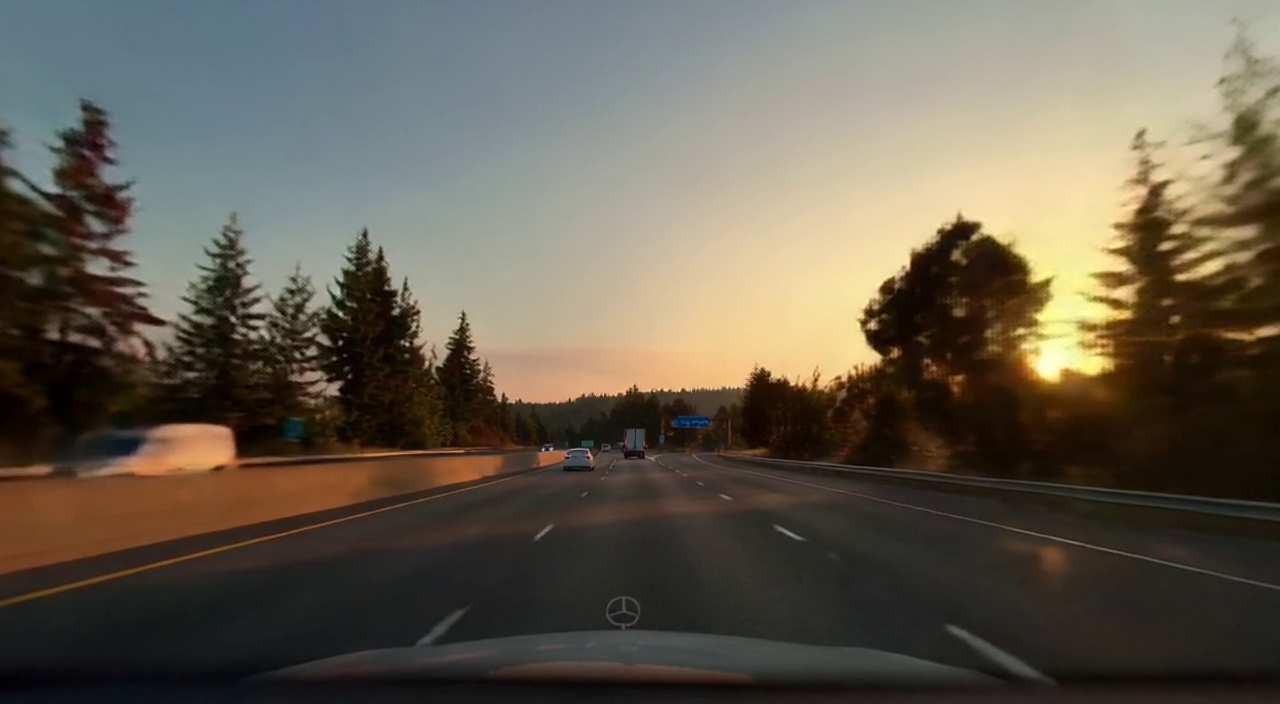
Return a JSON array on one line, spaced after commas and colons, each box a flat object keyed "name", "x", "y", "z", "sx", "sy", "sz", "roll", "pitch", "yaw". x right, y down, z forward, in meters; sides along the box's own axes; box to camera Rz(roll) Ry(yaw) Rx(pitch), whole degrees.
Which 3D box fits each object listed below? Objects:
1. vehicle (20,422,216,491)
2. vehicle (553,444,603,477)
[{"name": "vehicle", "x": -16.707, "y": 3.384, "z": 20.668, "sx": 2.213, "sy": 1.948, "sz": 4.866, "roll": 0, "pitch": -9, "yaw": 0}, {"name": "vehicle", "x": -3.128, "y": 5.625, "z": 32.963, "sx": 2.184, "sy": 1.574, "sz": 5.004, "roll": 0, "pitch": -9, "yaw": -1}]
